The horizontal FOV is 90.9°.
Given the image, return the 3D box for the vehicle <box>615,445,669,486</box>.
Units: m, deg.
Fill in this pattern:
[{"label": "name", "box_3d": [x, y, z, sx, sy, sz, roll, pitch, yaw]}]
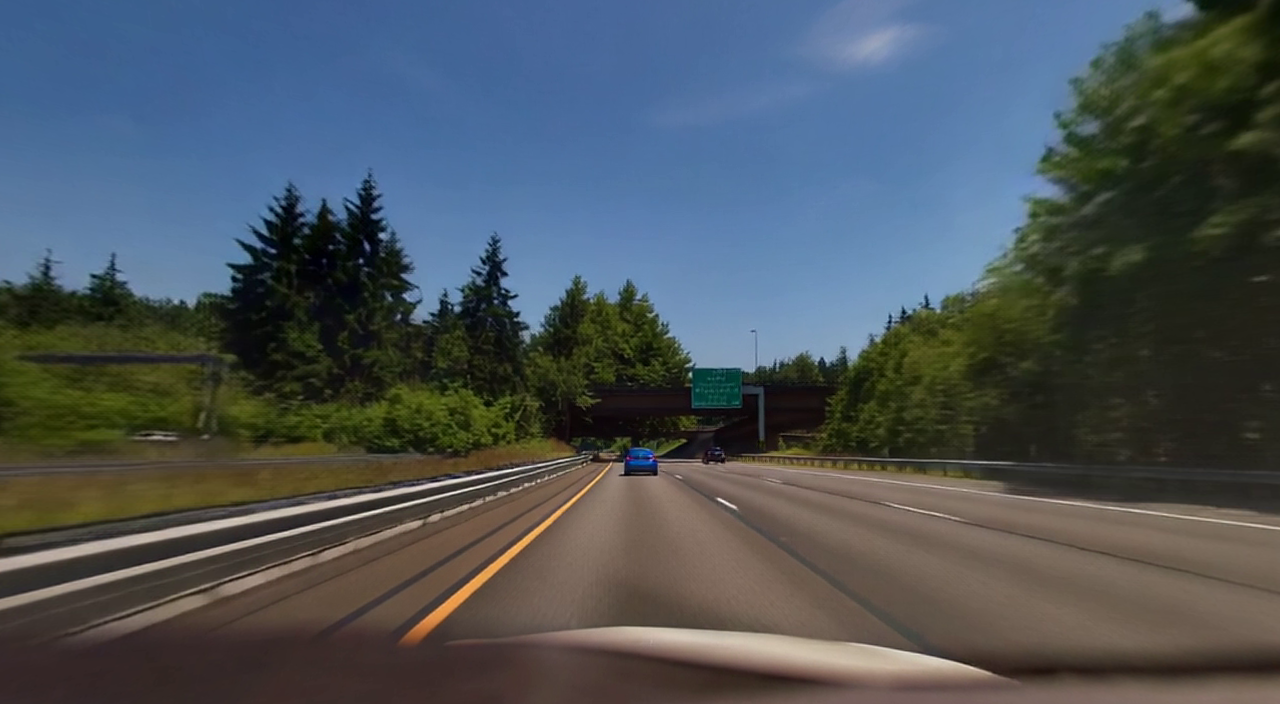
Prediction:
[{"label": "vehicle", "box_3d": [0.035, 4.662, 26.235, 2.069, 1.523, 4.012, 0, -9, -1]}]
